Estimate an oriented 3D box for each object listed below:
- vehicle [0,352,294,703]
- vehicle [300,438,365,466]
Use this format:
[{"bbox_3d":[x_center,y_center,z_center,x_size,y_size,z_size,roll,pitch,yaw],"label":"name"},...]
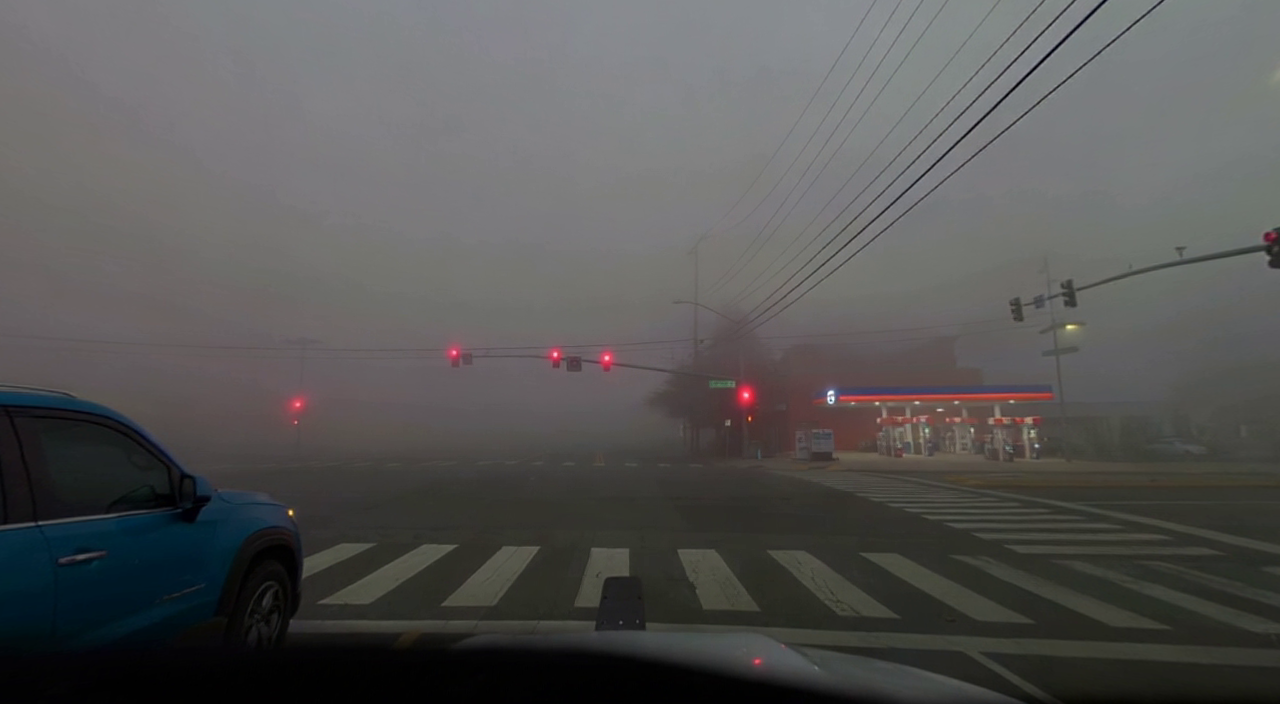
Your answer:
[{"bbox_3d":[-3.420,0.806,2.033,2.053,1.690,4.364,0,-9,1],"label":"vehicle"},{"bbox_3d":[-20.466,6.680,42.145,2.004,1.699,4.486,0,-9,1],"label":"vehicle"}]
